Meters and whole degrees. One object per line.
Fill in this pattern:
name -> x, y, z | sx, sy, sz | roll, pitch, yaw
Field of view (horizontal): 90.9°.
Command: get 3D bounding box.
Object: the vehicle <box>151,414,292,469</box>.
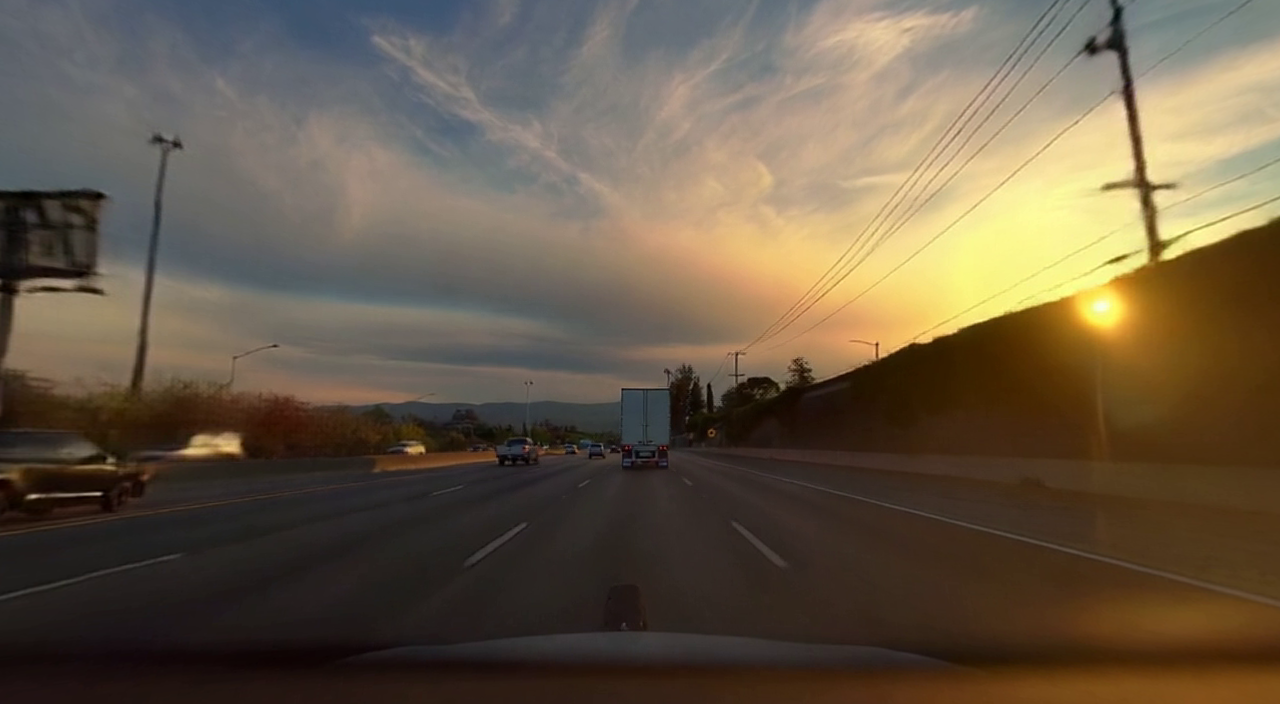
vehicle -> -21.931, 4.806, 33.675 | 2.233, 2.573, 7.626 | 0, -8, 0

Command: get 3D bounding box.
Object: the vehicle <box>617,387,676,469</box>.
vehicle -> 0.540, 4.519, 36.512 | 2.879, 4.027, 11.243 | -1, -8, 2

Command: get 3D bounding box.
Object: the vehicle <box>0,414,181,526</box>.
vehicle -> -11.160, 2.032, 11.102 | 2.010, 1.766, 5.365 | 0, -8, 1

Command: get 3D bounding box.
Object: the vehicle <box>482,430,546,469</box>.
vehicle -> -6.849, 5.397, 35.011 | 2.263, 1.936, 5.802 | 0, -8, 1
